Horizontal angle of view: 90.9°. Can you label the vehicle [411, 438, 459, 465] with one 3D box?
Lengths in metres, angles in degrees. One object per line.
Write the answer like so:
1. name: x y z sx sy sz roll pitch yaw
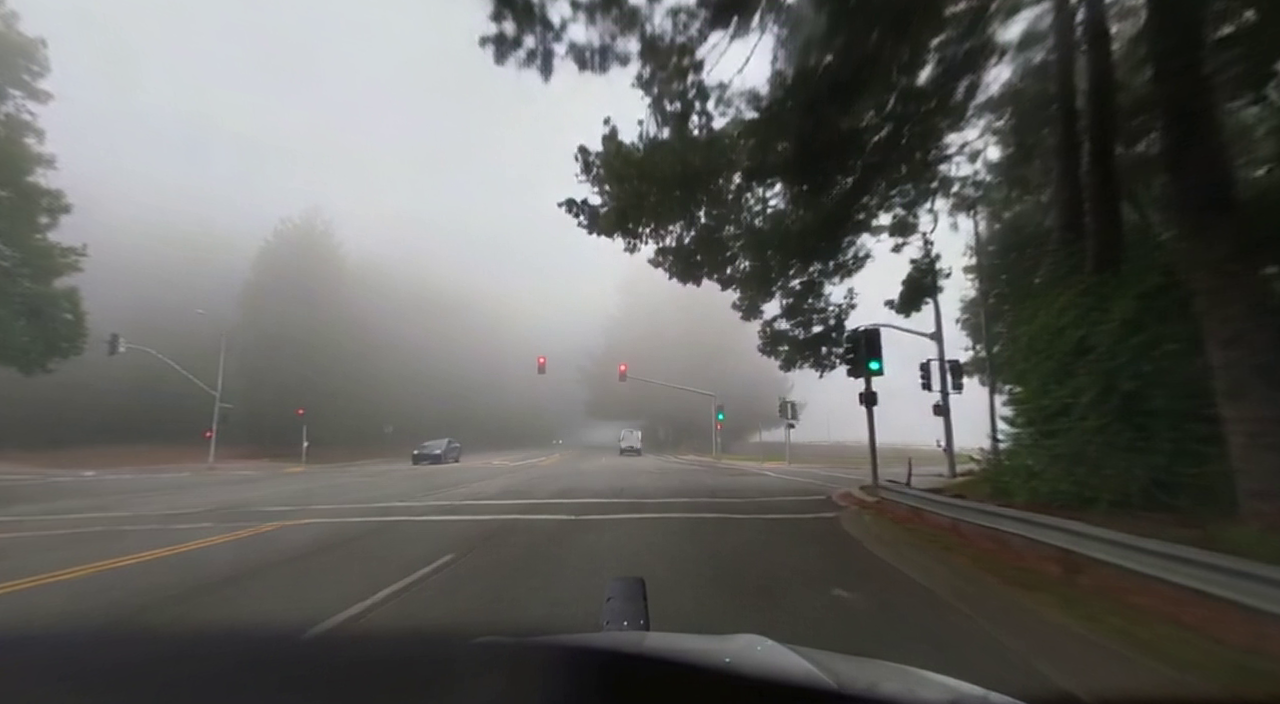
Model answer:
1. vehicle: -13.340 6.499 41.236 1.877 1.600 3.952 1 -9 -1
